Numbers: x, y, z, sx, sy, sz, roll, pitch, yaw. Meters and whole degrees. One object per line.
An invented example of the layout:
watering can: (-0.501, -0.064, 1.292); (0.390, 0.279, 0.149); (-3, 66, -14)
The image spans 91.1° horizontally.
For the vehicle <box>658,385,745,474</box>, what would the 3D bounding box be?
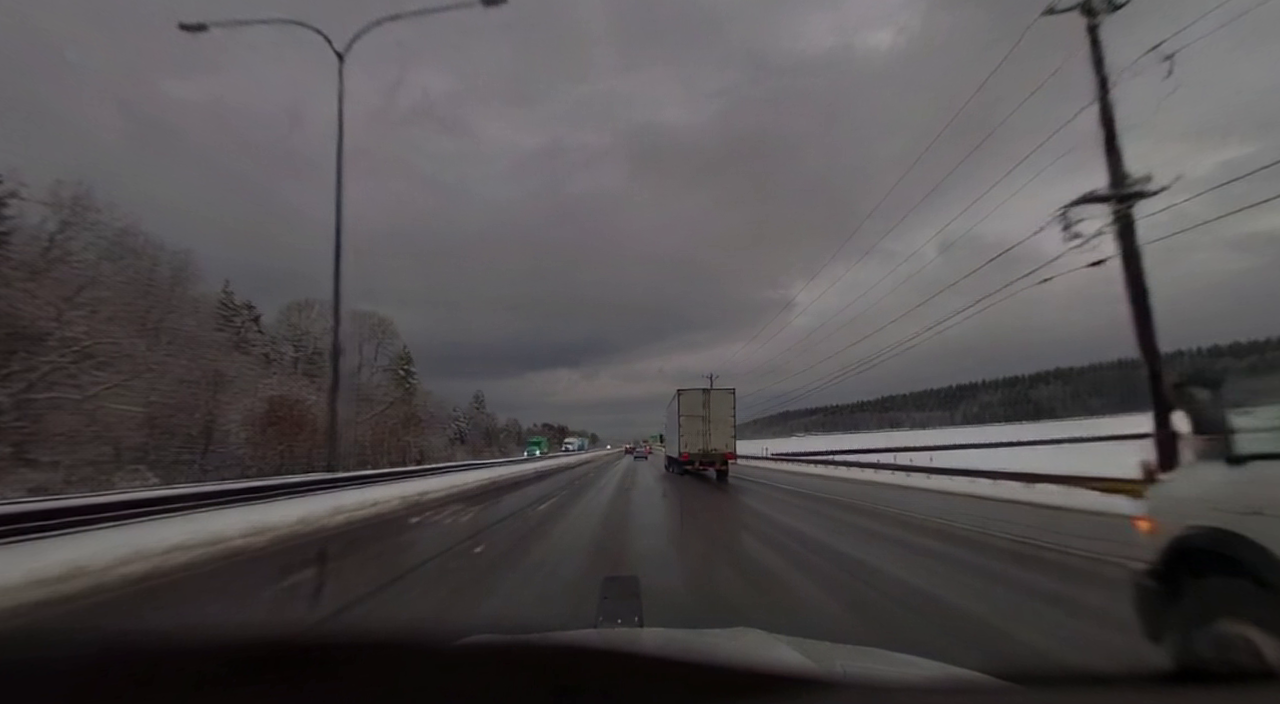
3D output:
vehicle: (3.058, 4.877, 37.389); (3.202, 4.046, 17.146); (0, -9, -1)
